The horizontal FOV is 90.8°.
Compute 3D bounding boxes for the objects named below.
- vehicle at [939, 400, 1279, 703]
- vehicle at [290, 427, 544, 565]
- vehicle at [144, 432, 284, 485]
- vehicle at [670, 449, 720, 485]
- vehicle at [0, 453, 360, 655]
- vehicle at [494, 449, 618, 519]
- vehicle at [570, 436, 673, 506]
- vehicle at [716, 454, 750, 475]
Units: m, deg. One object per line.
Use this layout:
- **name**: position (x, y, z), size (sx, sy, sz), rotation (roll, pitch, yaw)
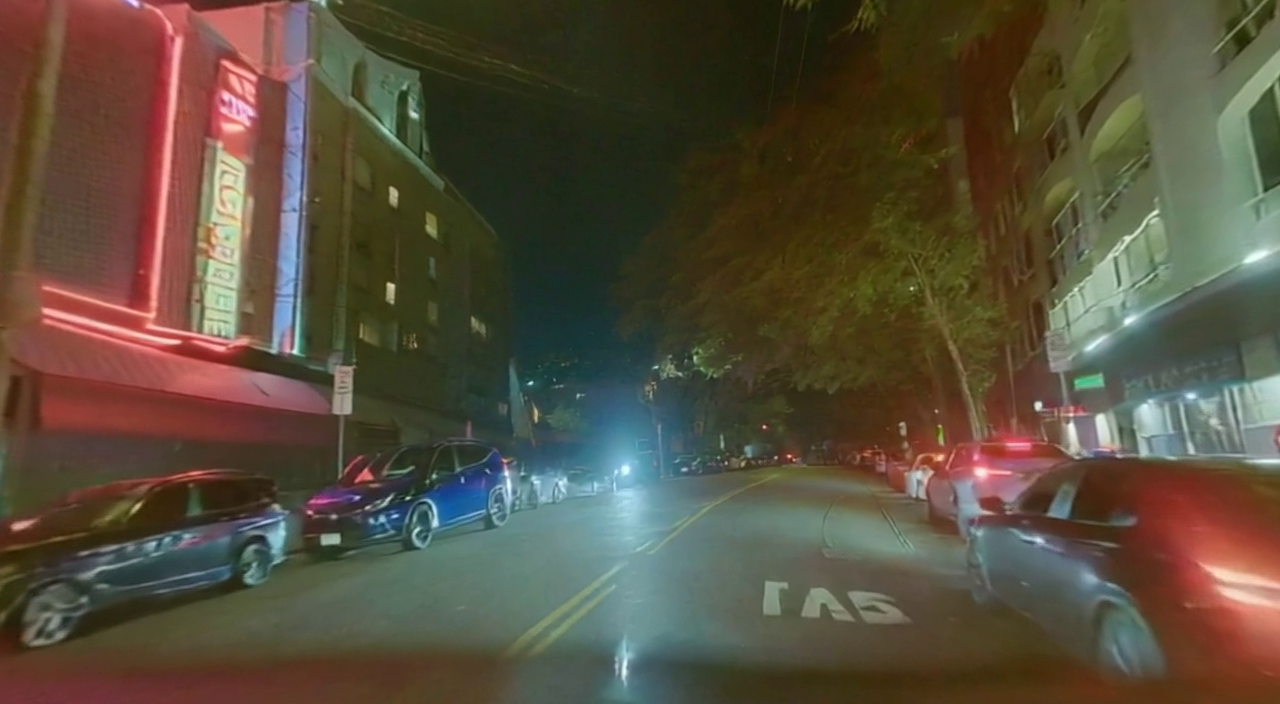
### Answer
- **vehicle**: position (3.029, 1.150, 3.394), size (1.892, 1.481, 4.365), rotation (-2, -9, 17)
- **vehicle**: position (-4.179, 2.720, 13.056), size (2.120, 2.078, 5.403), rotation (-6, -7, 16)
- **vehicle**: position (-15.702, 3.988, 23.367), size (4.213, 1.543, 2.001), rotation (-7, -14, 17)
- **vehicle**: position (3.316, 6.709, 37.156), size (1.948, 1.693, 4.325), rotation (-5, -7, 17)
- **vehicle**: position (-5.831, 2.178, 7.803), size (1.933, 1.461, 4.393), rotation (-7, -7, 16)
- **vehicle**: position (-2.293, 3.773, 18.706), size (1.960, 1.765, 4.343), rotation (-3, -9, 17)
- **vehicle**: position (-0.534, 4.434, 24.305), size (2.260, 2.136, 5.669), rotation (-6, -7, 15)
- **vehicle**: position (7.300, 8.771, 49.483), size (1.919, 1.464, 4.344), rotation (-3, -9, 18)
